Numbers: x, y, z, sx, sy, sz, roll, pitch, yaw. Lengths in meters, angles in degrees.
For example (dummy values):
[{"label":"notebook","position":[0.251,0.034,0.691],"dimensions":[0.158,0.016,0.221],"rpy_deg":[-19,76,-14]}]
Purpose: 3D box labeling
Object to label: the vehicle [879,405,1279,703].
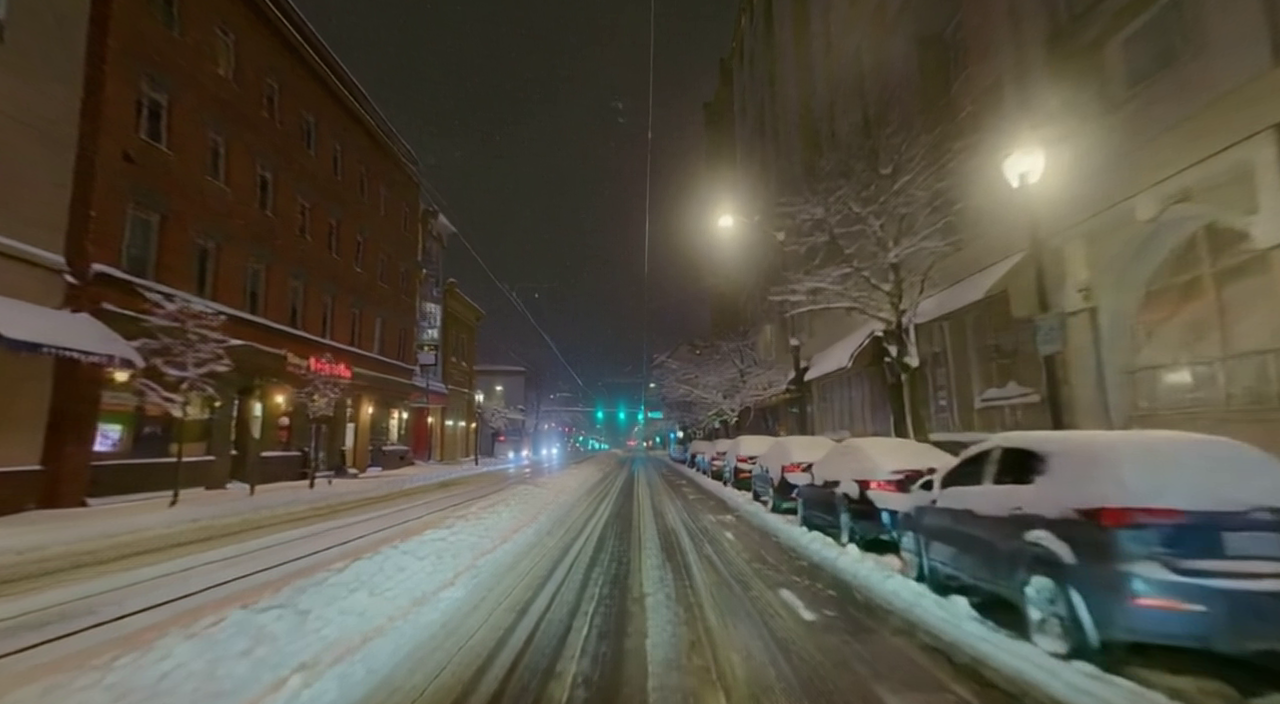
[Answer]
[{"label":"vehicle","position":[3.527,1.310,5.036],"dimensions":[1.819,1.546,3.681],"rpy_deg":[0,-8,1]}]
